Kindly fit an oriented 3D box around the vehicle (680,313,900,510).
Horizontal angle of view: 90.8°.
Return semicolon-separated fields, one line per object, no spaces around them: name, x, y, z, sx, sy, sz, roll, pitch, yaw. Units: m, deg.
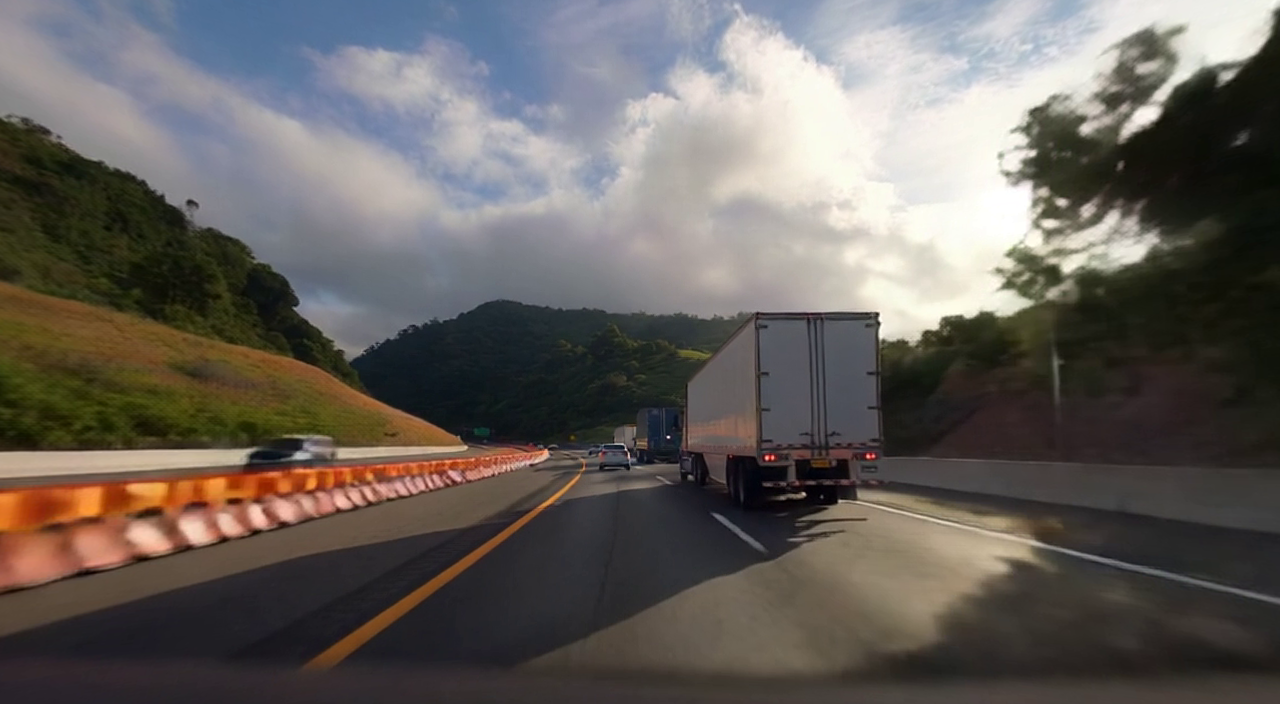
vehicle;3.540;2.314;20.387;2.911;4.099;14.578;0;-9;-3

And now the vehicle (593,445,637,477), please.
vehicle;-1.238;5.242;30.644;2.029;1.437;3.794;0;-9;-3

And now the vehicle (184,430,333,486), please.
vehicle;-11.392;3.211;19.281;1.882;1.490;4.346;0;-9;-1

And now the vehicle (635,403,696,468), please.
vehicle;1.586;6.376;47.048;2.826;4.050;13.845;1;-9;-5
